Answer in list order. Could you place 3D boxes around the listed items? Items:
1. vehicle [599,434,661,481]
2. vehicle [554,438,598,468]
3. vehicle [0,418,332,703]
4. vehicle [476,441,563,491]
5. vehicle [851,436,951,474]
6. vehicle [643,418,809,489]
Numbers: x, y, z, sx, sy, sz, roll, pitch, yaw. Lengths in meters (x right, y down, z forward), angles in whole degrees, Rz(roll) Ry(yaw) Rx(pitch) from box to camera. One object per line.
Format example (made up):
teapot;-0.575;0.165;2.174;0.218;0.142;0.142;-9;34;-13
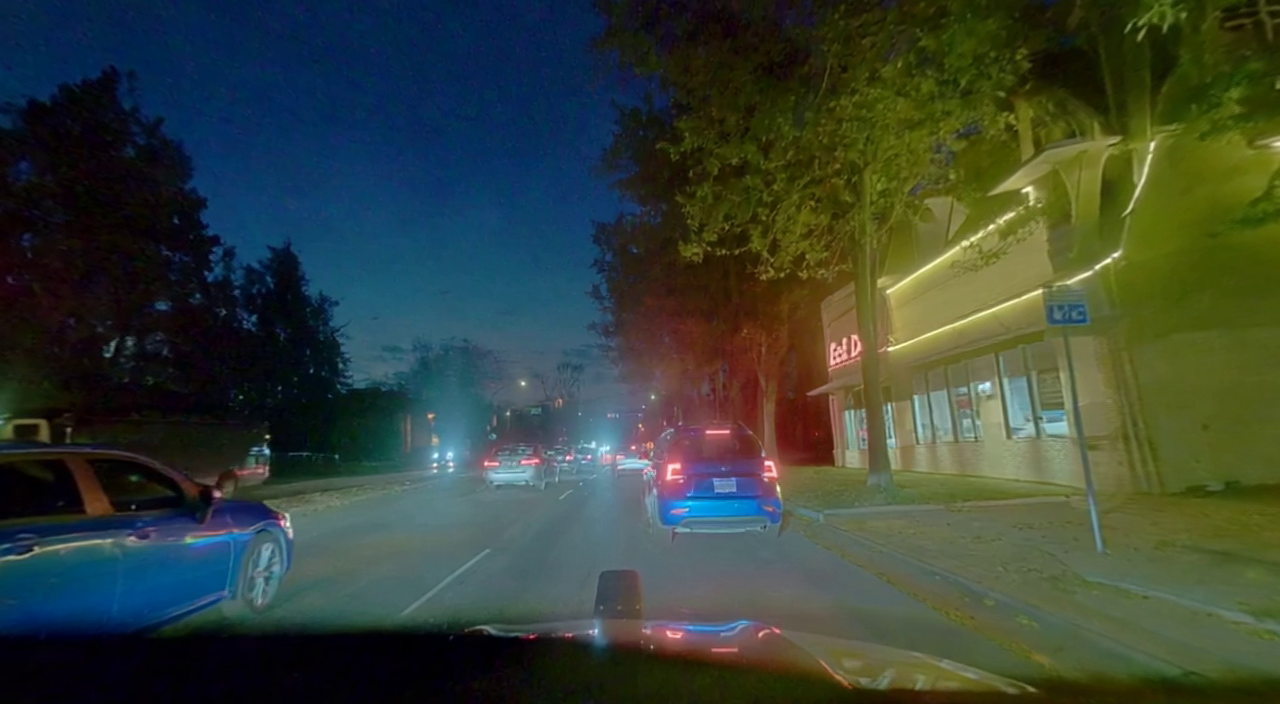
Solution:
vehicle;-0.315;4.084;24.453;2.206;1.666;3.912;0;-8;1
vehicle;-3.725;5.983;37.219;2.053;1.652;3.873;0;-9;2
vehicle;-4.048;1.198;3.930;2.026;1.466;4.282;0;-8;0
vehicle;-3.825;3.709;20.731;2.042;1.470;4.123;0;-9;0
vehicle;12.326;4.893;29.832;3.871;1.525;1.835;-3;-10;0
vehicle;2.639;3.117;19.413;4.642;1.955;2.052;-4;-9;23
